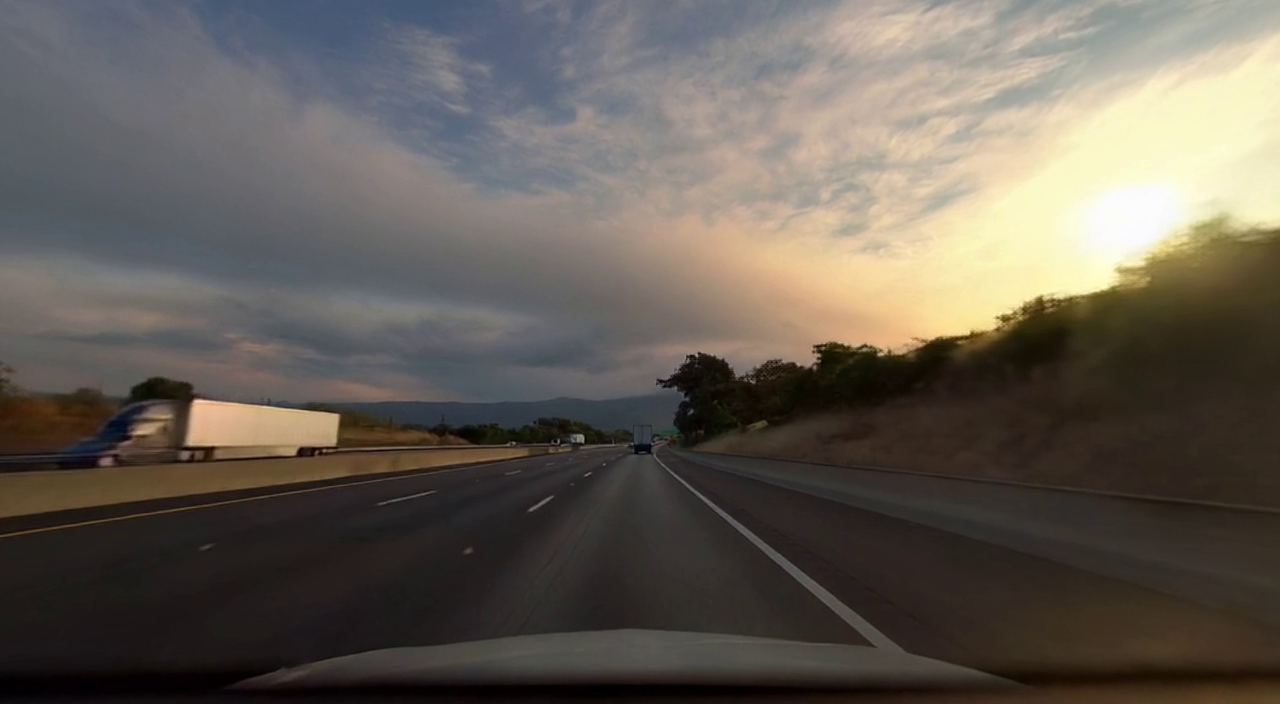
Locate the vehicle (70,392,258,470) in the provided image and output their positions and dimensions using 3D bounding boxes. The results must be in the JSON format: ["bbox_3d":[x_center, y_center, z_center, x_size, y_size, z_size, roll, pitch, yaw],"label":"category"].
[{"bbox_3d":[-24.287,4.241,33.089,3.001,3.494,8.668,0,-9,0],"label":"vehicle"}]
